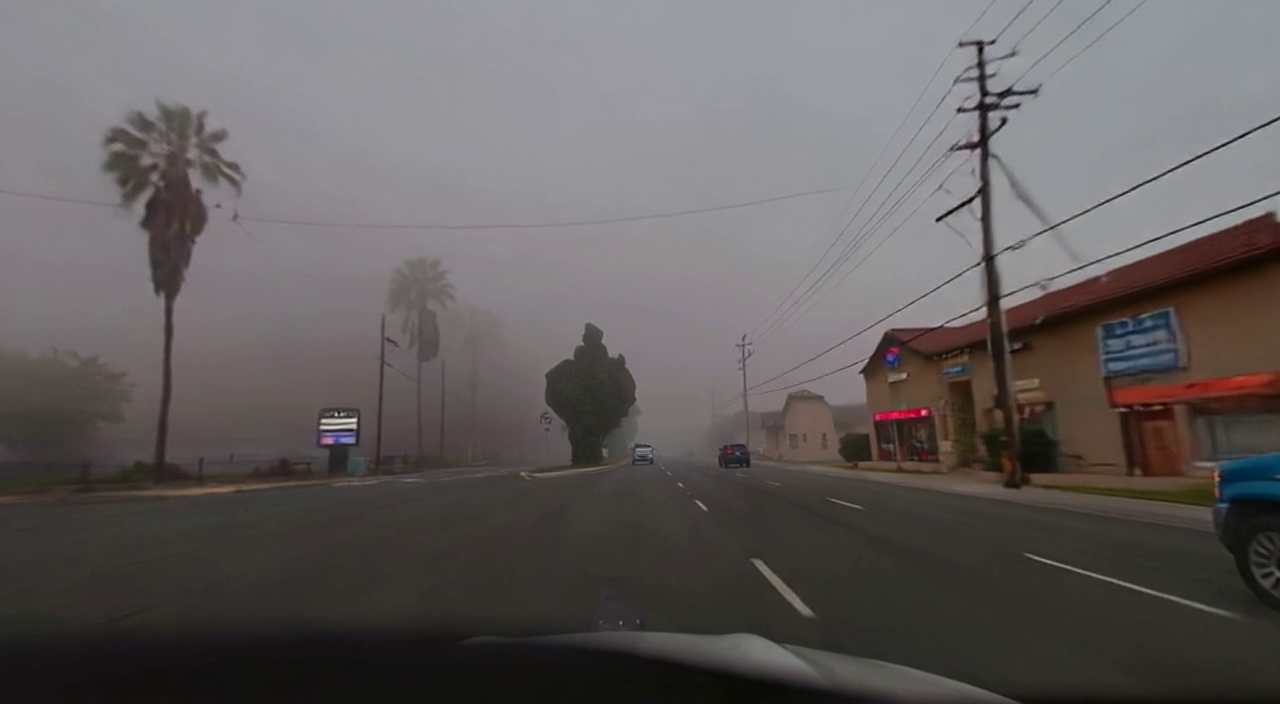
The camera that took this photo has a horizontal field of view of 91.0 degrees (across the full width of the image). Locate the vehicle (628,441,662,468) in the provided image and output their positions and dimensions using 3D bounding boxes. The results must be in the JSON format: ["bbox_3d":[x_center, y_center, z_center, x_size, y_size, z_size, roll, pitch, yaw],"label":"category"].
[{"bbox_3d":[0.312,6.821,42.165,2.138,1.702,4.168,0,-9,0],"label":"vehicle"}]

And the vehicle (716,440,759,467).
[{"bbox_3d":[6.642,6.980,43.419,2.252,1.718,4.617,0,-9,0],"label":"vehicle"}]
